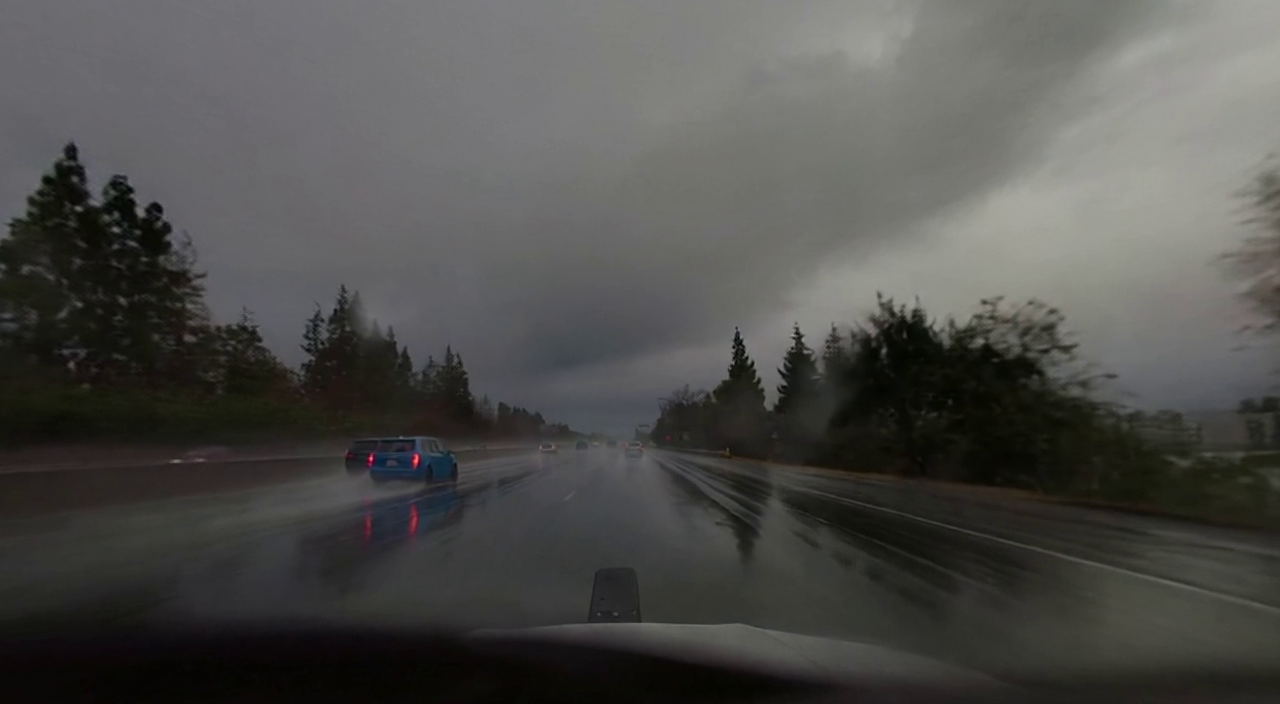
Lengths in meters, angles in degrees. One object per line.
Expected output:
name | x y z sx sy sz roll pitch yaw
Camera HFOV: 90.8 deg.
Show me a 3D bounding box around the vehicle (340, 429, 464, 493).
vehicle | -7.303 3.395 19.979 2.146 1.766 4.502 0 -9 0
